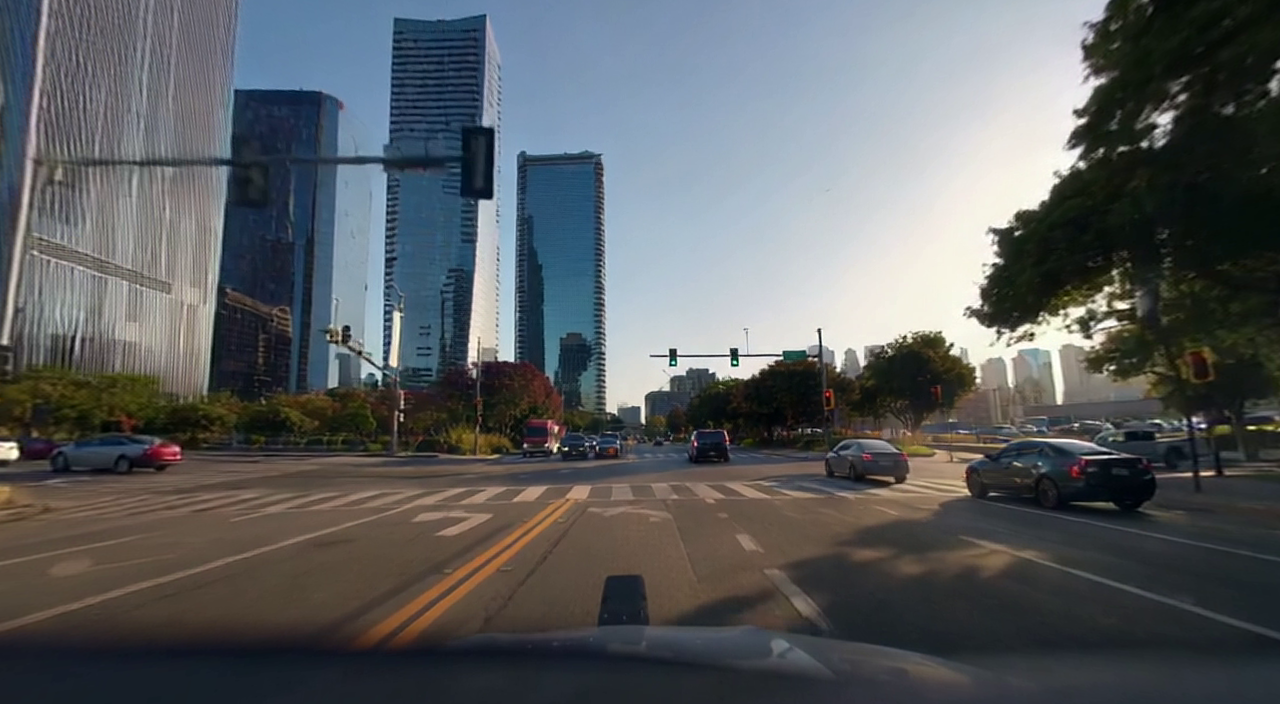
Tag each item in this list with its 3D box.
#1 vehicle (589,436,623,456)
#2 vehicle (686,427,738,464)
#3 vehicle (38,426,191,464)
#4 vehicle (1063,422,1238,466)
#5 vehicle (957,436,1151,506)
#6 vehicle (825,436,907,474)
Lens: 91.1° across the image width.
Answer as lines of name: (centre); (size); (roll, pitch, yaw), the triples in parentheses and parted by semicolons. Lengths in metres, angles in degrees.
vehicle: (-2.506, 7.093, 47.419); (2.147, 1.481, 4.331); (0, -8, 3)
vehicle: (3.676, 4.891, 32.771); (2.203, 1.801, 4.331); (0, -8, 1)
vehicle: (-22.778, 4.056, 27.349); (4.856, 1.528, 2.053); (-1, -8, 1)
vehicle: (24.203, 4.444, 29.974); (6.170, 1.978, 2.399); (0, -10, 0)
vehicle: (9.917, 2.860, 15.564); (1.896, 1.463, 4.296); (0, -8, 0)
vehicle: (9.612, 4.401, 27.064); (1.860, 1.460, 4.379); (0, -8, -1)
